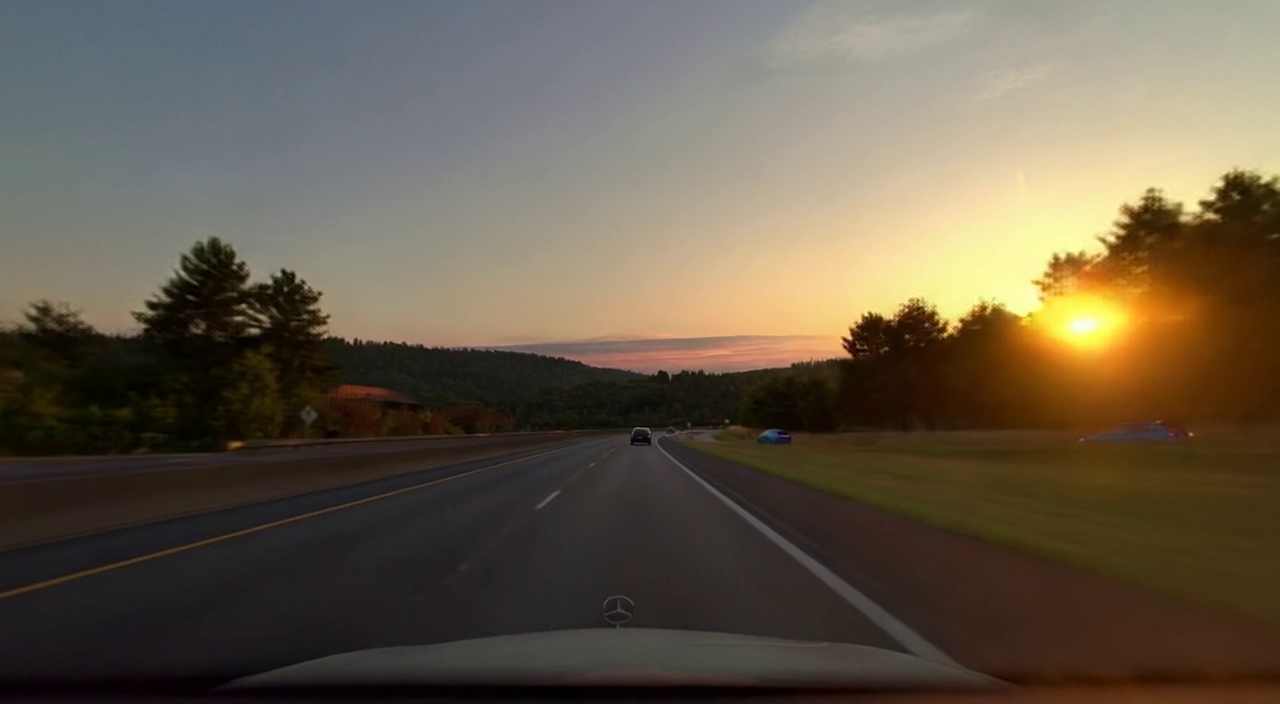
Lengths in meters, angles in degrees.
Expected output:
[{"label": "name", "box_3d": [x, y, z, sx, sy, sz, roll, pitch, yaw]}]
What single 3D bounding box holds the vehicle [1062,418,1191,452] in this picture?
[{"label": "vehicle", "box_3d": [23.173, 3.997, 30.092, 1.992, 1.486, 4.406, 6, -10, -37]}]
